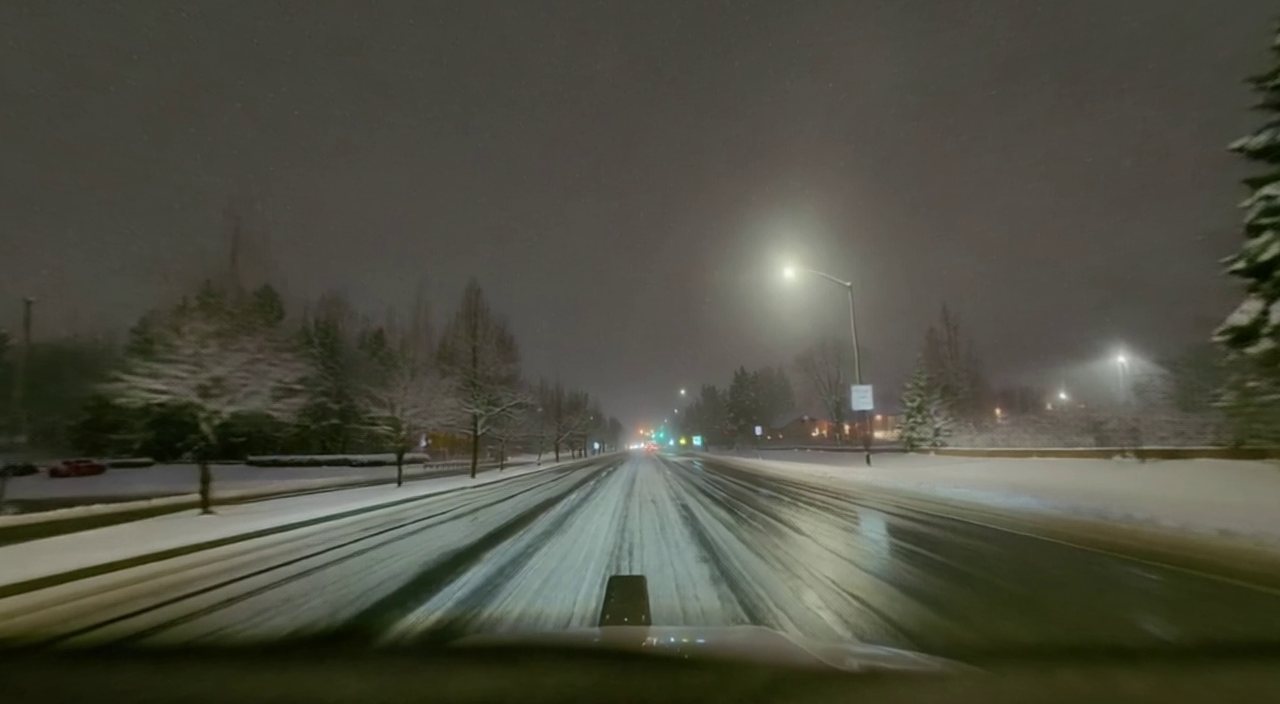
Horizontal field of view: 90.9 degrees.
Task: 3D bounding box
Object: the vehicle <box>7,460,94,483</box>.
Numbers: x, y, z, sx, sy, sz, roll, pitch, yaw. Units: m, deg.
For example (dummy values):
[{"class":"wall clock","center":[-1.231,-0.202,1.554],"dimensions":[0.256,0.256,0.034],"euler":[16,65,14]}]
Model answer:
[{"class":"vehicle","center":[-40.868,8.271,43.825],"dimensions":[1.802,1.467,4.412],"euler":[0,-9,0]}]
